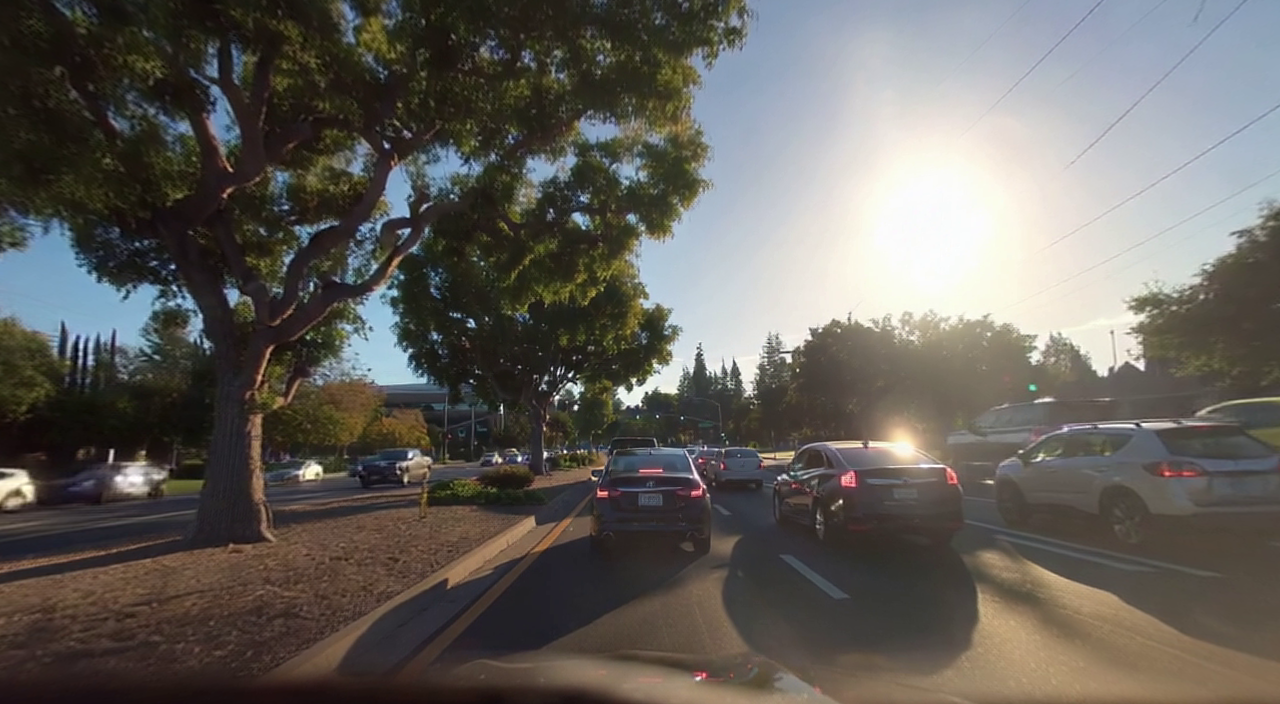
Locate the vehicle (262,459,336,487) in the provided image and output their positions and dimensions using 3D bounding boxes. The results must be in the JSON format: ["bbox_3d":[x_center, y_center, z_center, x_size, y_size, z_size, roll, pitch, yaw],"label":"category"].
[{"bbox_3d":[-18.512,6.563,34.481,1.798,1.333,3.944,0,-9,0],"label":"vehicle"}]

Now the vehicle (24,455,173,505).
[{"bbox_3d":[-22.257,5.235,26.292,2.034,1.798,4.734,0,-9,-1],"label":"vehicle"}]

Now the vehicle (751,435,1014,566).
[{"bbox_3d":[3.178,2.051,9.650,1.970,1.445,4.974,0,-9,-1],"label":"vehicle"}]

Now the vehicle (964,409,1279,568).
[{"bbox_3d":[6.904,1.827,9.169,1.987,1.730,4.373,0,-9,-1],"label":"vehicle"}]

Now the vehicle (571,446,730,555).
[{"bbox_3d":[0.084,2.175,10.010,1.990,1.347,4.067,0,-9,-1],"label":"vehicle"}]

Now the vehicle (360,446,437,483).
[{"bbox_3d":[-11.739,5.480,31.112,1.980,1.675,4.581,0,-9,0],"label":"vehicle"}]
